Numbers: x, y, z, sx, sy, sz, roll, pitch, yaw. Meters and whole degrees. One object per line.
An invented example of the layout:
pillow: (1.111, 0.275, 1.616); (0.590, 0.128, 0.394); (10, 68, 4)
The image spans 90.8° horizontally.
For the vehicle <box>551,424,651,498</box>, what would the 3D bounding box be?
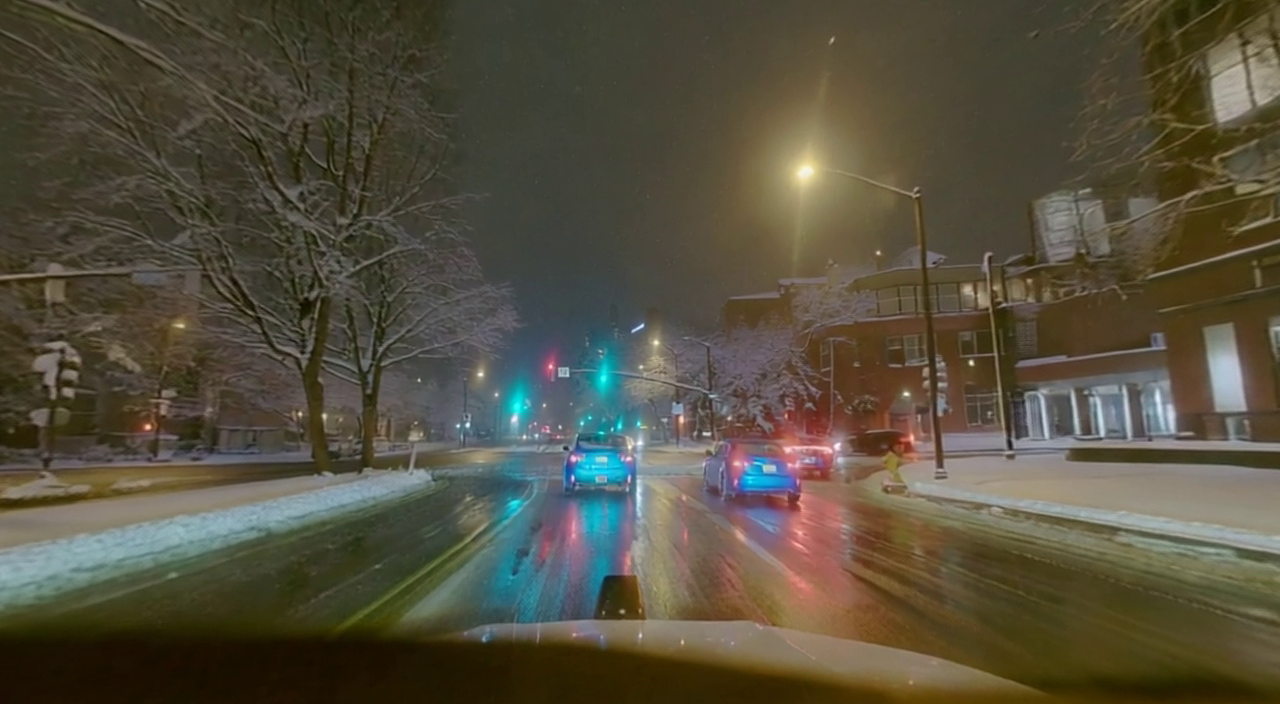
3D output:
vehicle: (-1.077, 2.869, 16.884); (2.317, 1.713, 4.231); (1, -9, -5)

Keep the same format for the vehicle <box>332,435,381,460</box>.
vehicle: (-20.711, 7.033, 46.368); (2.207, 1.765, 4.569); (2, -9, -11)

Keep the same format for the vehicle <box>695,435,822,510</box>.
vehicle: (2.581, 2.763, 14.938); (1.918, 1.479, 4.468); (1, -9, -3)

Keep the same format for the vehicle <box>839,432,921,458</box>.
vehicle: (16.882, 6.583, 44.691); (5.023, 1.756, 2.001); (-1, -9, 8)
